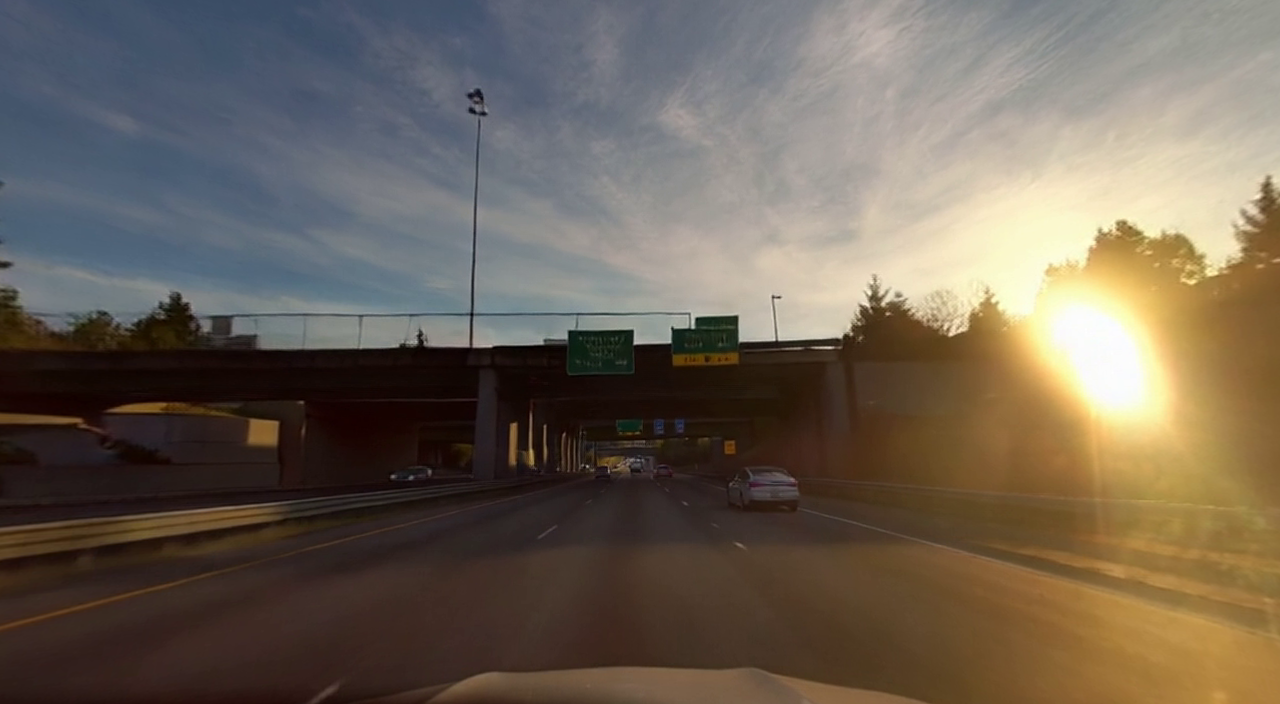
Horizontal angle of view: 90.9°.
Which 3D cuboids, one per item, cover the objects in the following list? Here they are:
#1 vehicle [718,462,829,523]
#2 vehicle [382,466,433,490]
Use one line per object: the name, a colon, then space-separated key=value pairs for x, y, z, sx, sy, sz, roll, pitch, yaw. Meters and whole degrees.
vehicle: x=3.601 y=3.915 z=17.966 sx=2.051 sy=1.472 sz=4.547 roll=1 pitch=-10 yaw=-1
vehicle: x=-15.712 y=8.534 z=42.802 sx=1.904 sy=1.477 sz=4.095 roll=1 pitch=-10 yaw=0
